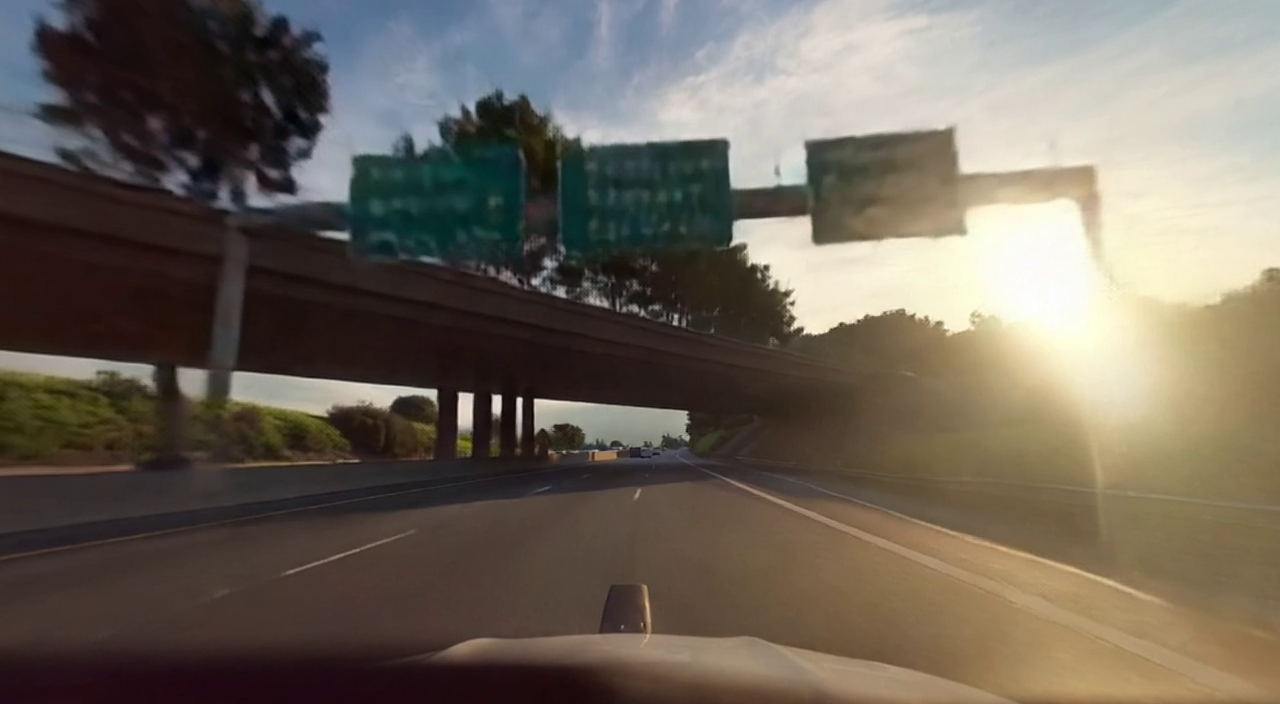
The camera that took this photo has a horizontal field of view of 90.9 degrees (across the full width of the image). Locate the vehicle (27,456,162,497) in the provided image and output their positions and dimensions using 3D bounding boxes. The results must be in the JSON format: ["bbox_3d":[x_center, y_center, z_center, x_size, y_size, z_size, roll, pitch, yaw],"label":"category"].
[{"bbox_3d":[-21.392,4.867,24.944,1.835,1.455,3.837,0,-9,2],"label":"vehicle"}]
